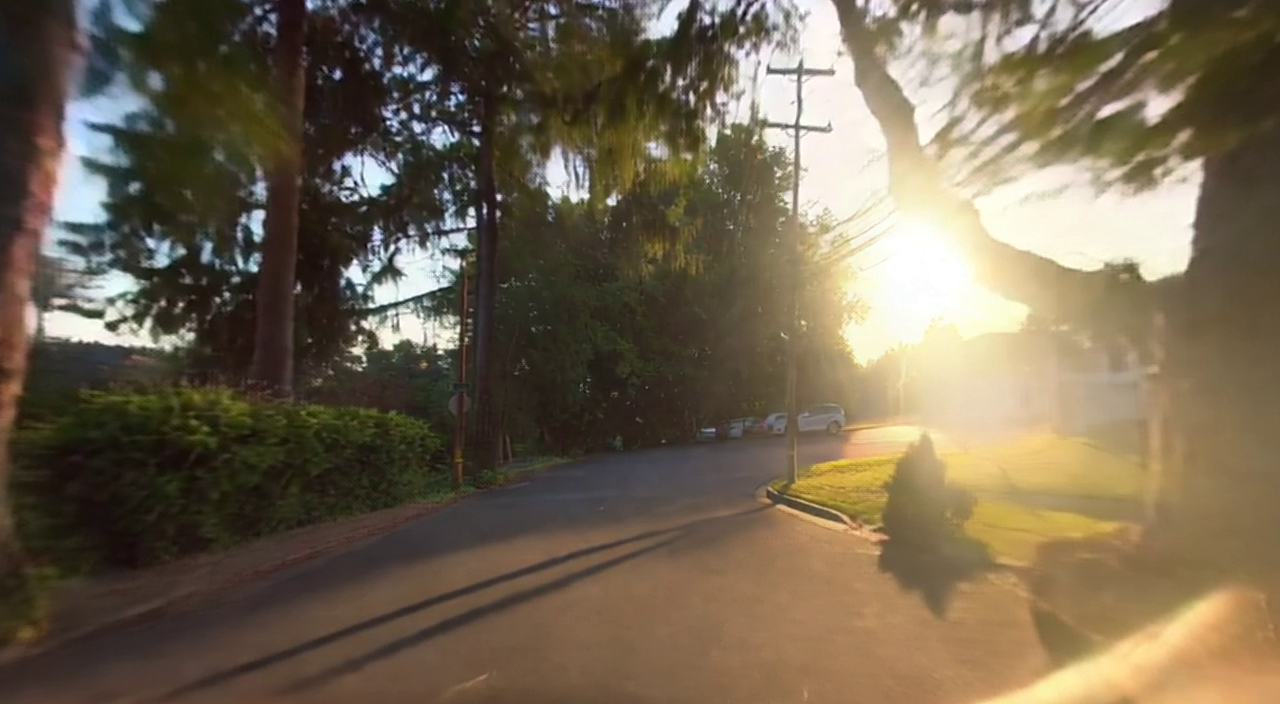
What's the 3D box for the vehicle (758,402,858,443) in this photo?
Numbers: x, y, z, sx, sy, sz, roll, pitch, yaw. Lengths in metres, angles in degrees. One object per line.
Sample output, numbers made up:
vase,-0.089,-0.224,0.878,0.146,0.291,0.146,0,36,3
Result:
vehicle,8.726,3.714,32.801,4.780,1.984,1.896,3,-9,-22
